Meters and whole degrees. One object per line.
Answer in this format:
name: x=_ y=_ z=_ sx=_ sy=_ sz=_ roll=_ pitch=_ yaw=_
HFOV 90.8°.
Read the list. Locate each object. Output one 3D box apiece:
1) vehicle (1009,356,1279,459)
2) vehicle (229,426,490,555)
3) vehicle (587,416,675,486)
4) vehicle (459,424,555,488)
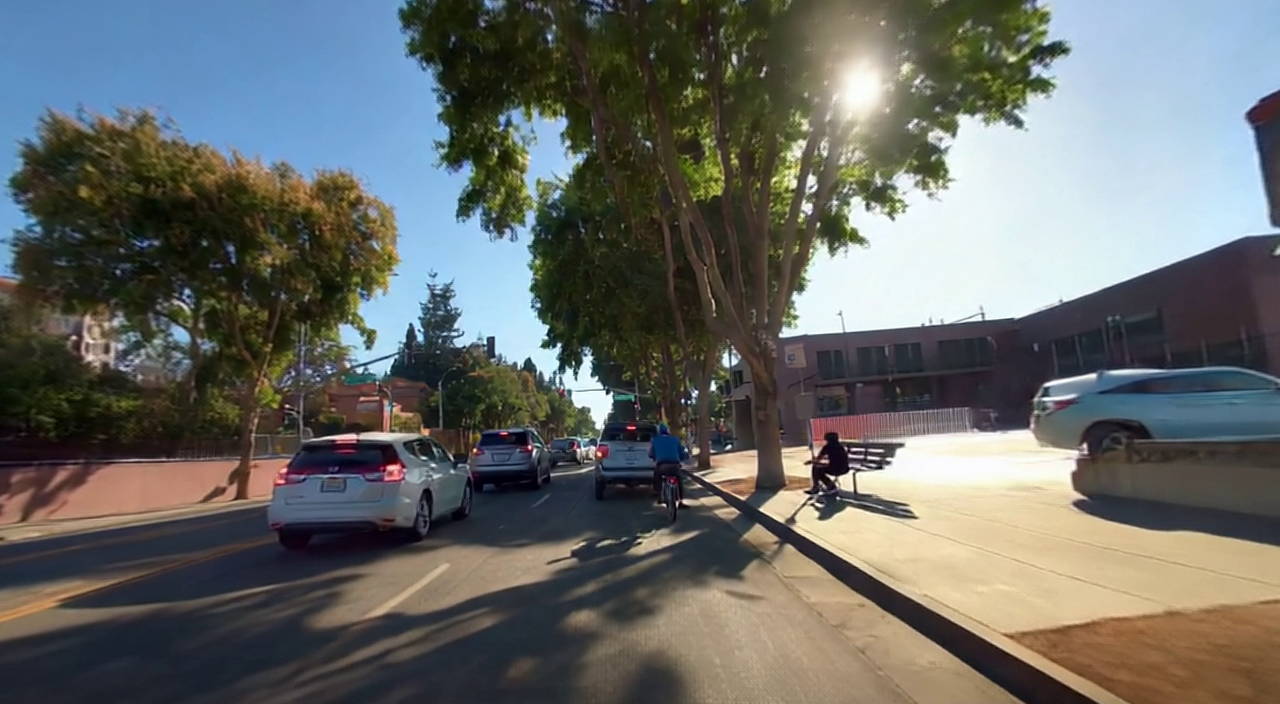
vehicle: x=8.529 y=0.933 z=10.022 sx=4.159 sy=1.416 sz=2.049 roll=1 pitch=-8 yaw=-9
vehicle: x=-3.766 y=1.917 z=9.490 sx=2.064 sy=1.486 sz=4.140 roll=0 pitch=-8 yaw=-1
vehicle: x=-0.310 y=3.071 z=19.846 sx=2.426 sy=1.882 sz=5.027 roll=0 pitch=-8 yaw=-1
vehicle: x=-3.935 y=3.174 z=19.549 sx=2.046 sy=1.750 sz=4.452 roll=0 pitch=-8 yaw=-1
